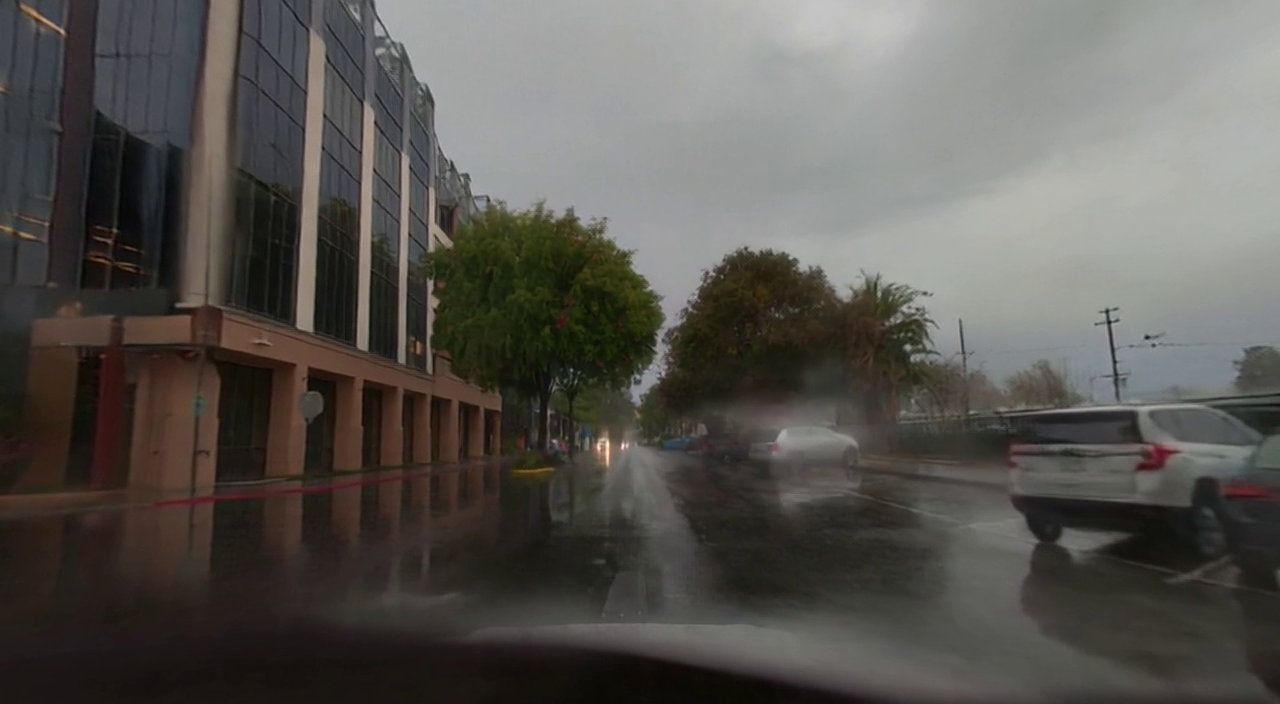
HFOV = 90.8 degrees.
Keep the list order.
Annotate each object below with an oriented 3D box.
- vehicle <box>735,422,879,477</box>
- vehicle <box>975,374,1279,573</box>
[{"bbox_3d":[6.439,3.686,24.294,5.061,1.829,2.274,2,-9,-29],"label":"vehicle"},{"bbox_3d":[6.855,1.505,8.463,4.892,1.927,2.065,6,-10,-35],"label":"vehicle"}]
